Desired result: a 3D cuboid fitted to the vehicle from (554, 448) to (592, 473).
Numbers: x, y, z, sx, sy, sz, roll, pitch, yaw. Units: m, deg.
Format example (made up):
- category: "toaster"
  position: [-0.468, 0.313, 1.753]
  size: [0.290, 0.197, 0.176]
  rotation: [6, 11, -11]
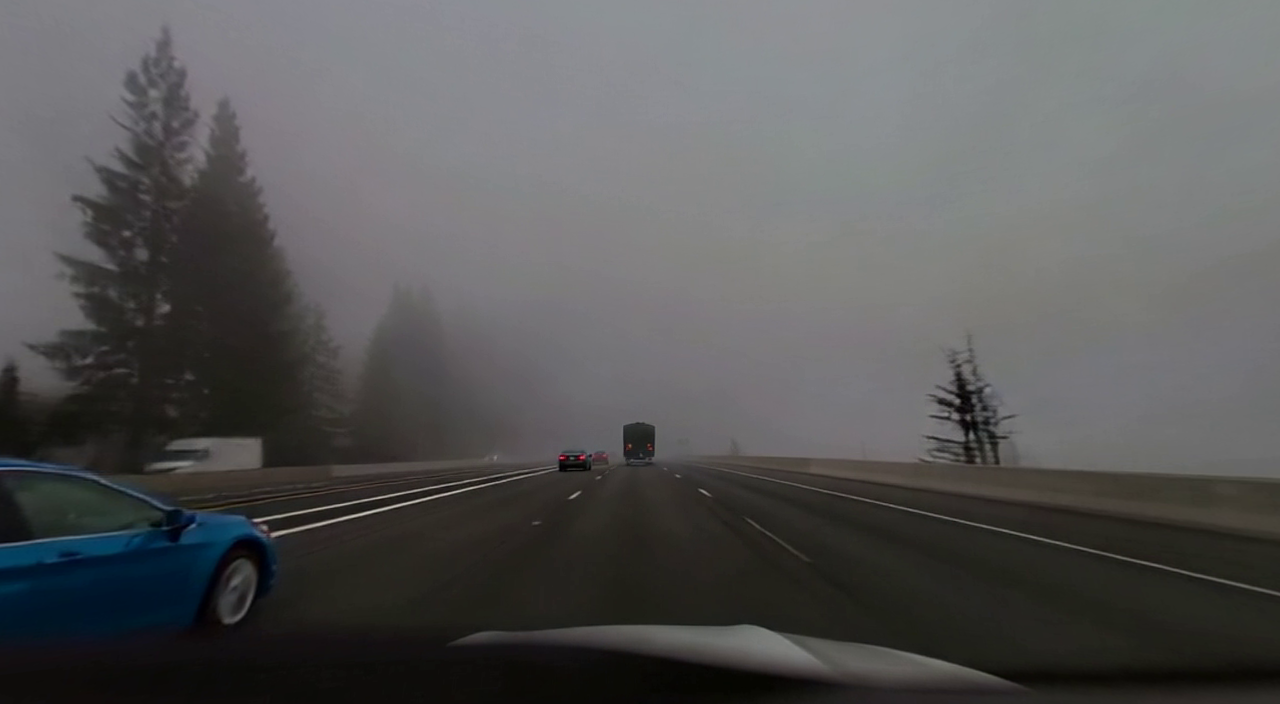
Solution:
- category: "vehicle"
  position: [-4.224, 6.883, 40.344]
  size: [1.916, 1.506, 4.476]
  rotation: [0, -9, 0]
